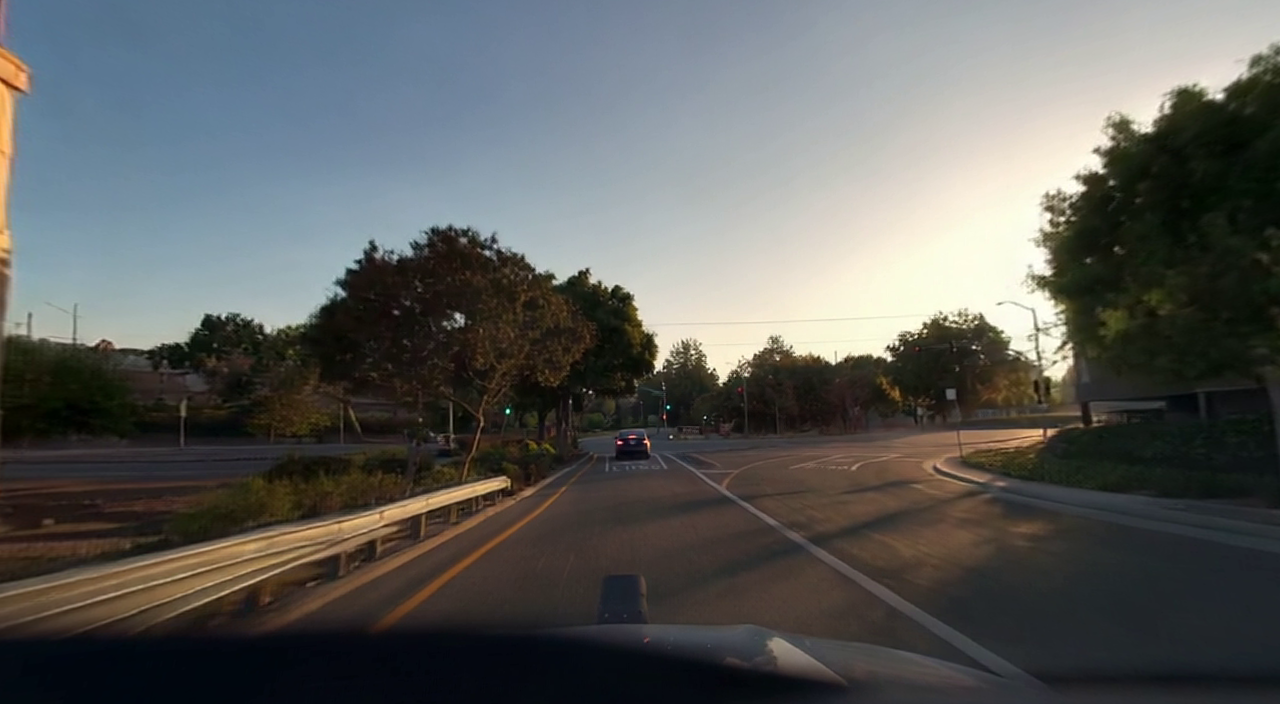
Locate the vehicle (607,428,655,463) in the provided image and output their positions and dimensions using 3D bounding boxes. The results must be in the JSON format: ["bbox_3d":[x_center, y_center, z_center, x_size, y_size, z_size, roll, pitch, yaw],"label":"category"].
[{"bbox_3d":[-0.424,4.353,29.352,2.056,1.473,4.380,0,-8,-1],"label":"vehicle"}]
